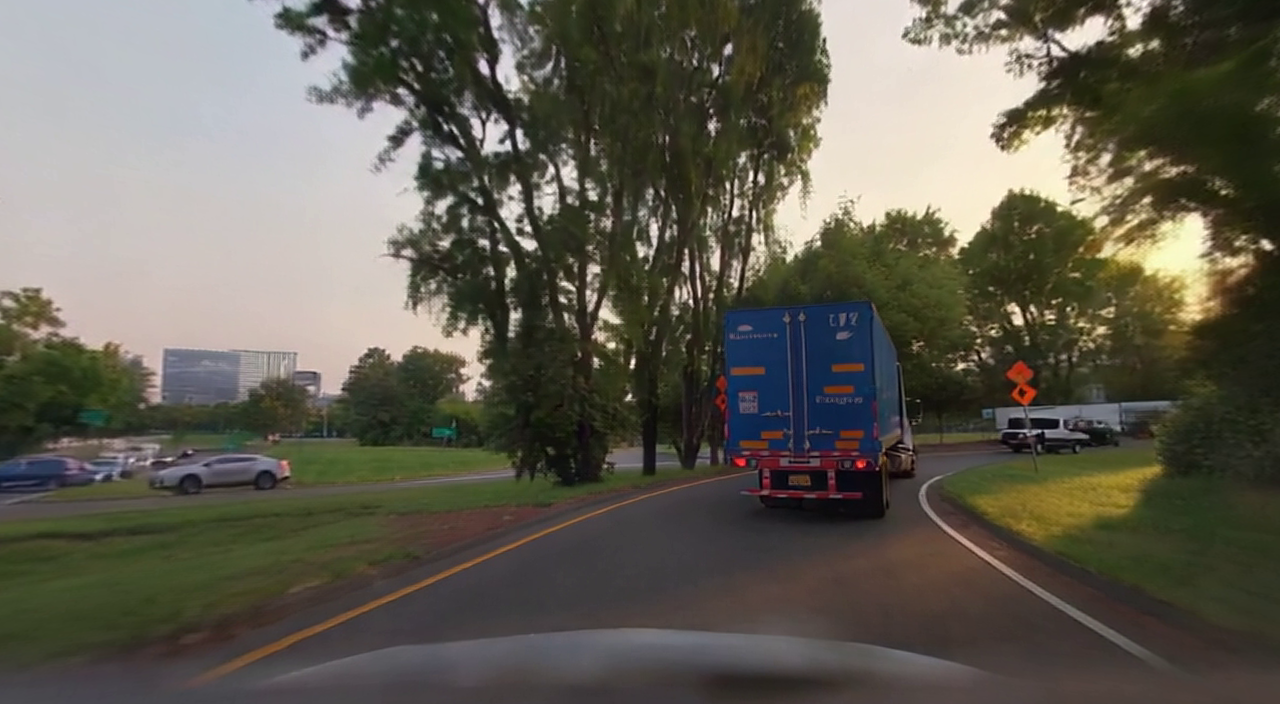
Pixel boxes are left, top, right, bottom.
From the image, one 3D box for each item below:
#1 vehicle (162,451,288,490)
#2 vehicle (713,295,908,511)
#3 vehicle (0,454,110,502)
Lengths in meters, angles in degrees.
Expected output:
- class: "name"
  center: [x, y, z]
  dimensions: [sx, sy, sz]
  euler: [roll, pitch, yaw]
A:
- class: "vehicle"
  center: [-17.827, 5.051, 27.111]
  dimensions: [4.350, 1.410, 1.726]
  euler: [5, -10, -37]
- class: "vehicle"
  center: [4.711, 1.472, 15.431]
  dimensions: [2.937, 3.647, 9.344]
  euler: [-4, -9, 24]
- class: "vehicle"
  center: [-22.645, 4.607, 23.175]
  dimensions: [4.578, 1.573, 1.806]
  euler: [6, -11, -42]
